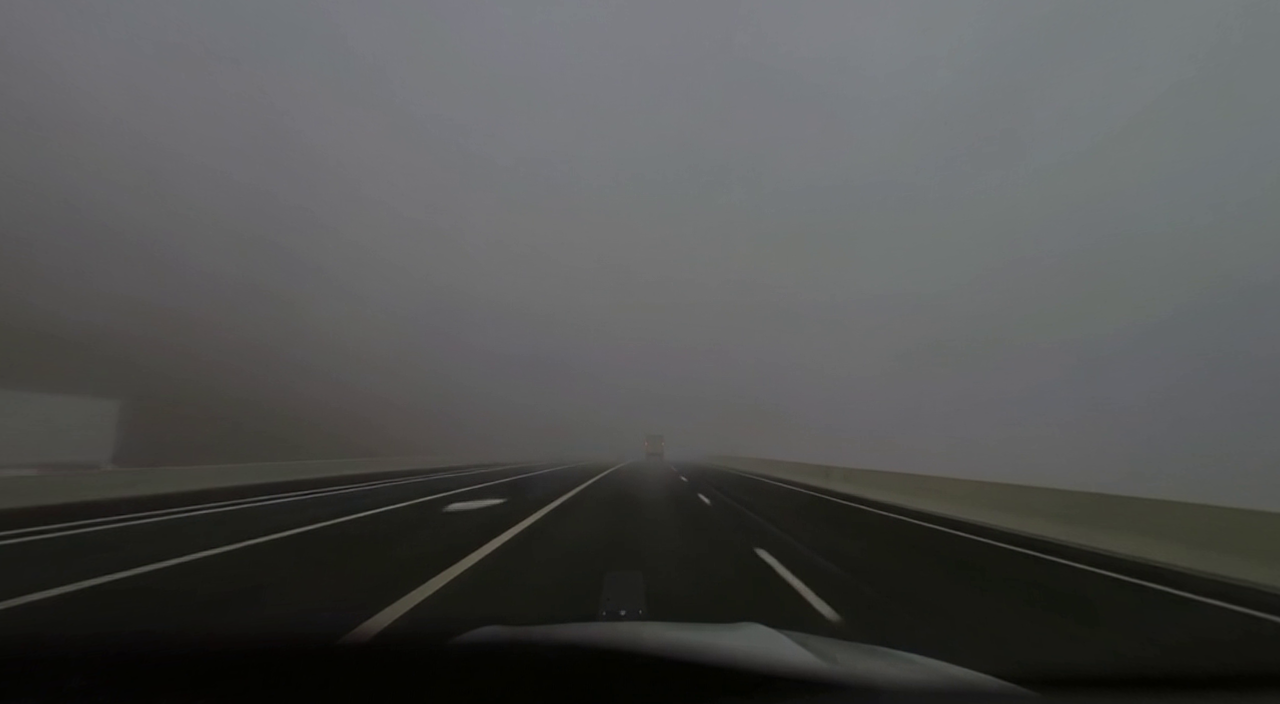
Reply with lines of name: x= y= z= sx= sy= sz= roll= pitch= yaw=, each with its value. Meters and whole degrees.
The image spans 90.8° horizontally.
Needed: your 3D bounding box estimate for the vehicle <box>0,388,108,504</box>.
vehicle: x=-23.540 y=2.851 z=19.137 sx=2.899 sy=3.944 sz=13.450 roll=0 pitch=-9 yaw=1
